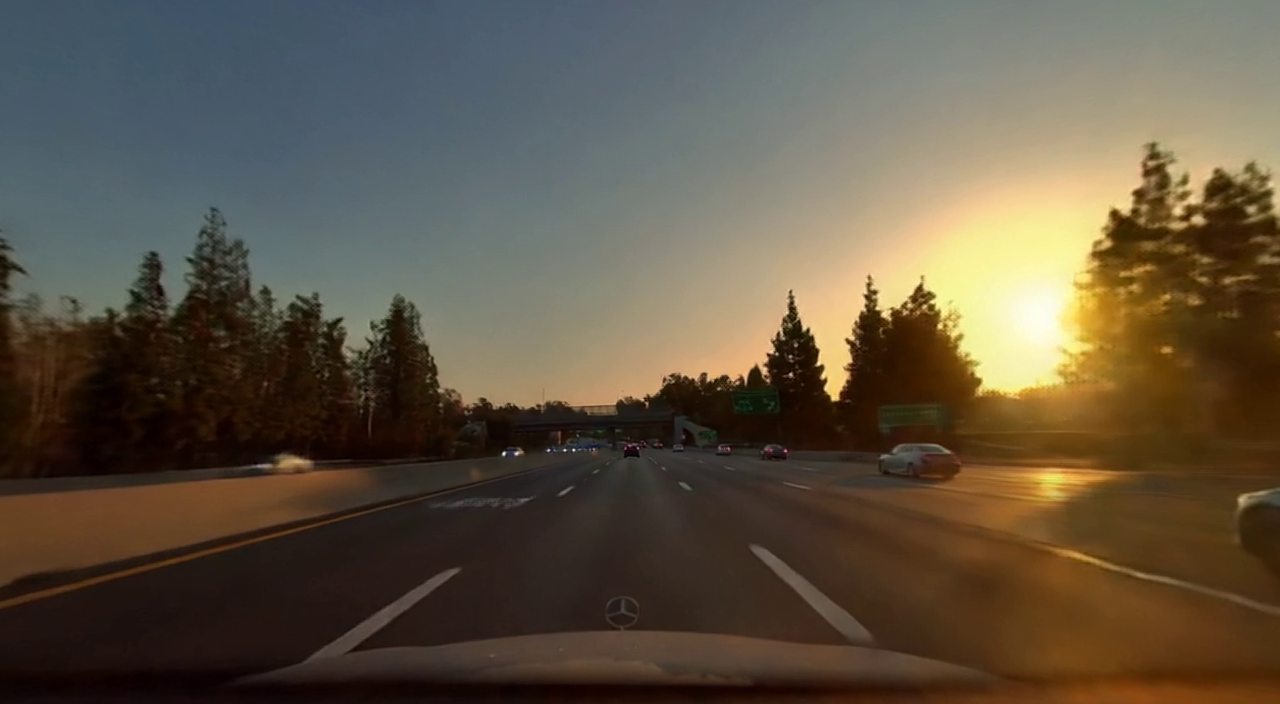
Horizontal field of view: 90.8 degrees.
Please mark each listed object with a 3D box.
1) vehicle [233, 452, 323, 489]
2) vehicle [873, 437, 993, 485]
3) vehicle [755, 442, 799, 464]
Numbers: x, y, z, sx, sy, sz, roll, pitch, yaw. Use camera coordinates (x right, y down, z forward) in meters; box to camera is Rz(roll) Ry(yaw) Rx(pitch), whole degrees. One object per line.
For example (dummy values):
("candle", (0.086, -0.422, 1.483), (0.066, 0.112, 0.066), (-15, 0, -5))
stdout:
("vehicle", (-14.961, 4.889, 26.324), (1.629, 1.362, 3.473), (0, -8, 0))
("vehicle", (10.531, 3.949, 23.213), (1.962, 1.536, 4.945), (0, -9, -1))
("vehicle", (9.803, 7.266, 45.603), (2.075, 1.496, 4.573), (0, -9, -2))
